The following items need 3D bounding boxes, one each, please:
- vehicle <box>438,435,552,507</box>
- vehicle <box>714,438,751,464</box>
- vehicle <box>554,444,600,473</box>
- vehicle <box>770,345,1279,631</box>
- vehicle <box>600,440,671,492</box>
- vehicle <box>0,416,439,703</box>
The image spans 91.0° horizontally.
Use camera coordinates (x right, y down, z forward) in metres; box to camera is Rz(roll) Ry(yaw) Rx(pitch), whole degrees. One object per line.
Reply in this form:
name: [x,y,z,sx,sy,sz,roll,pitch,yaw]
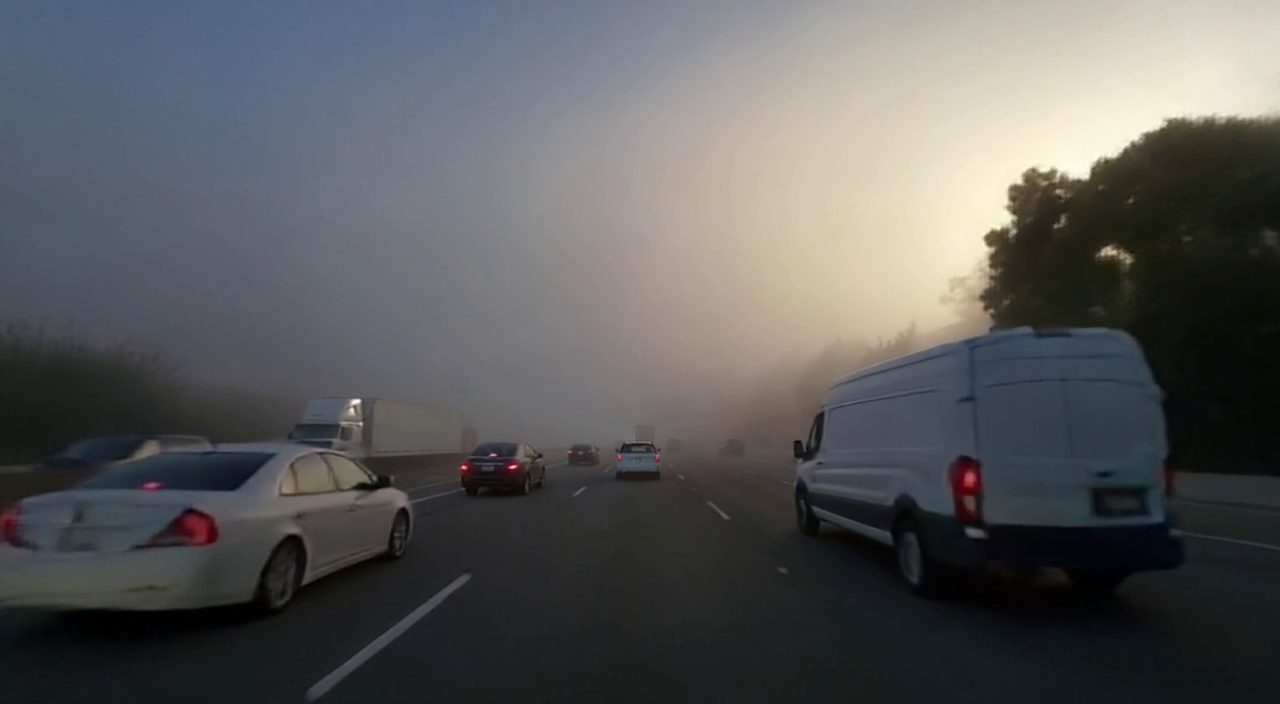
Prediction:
vehicle: [-3.586,3.017,16.408,1.956,1.602,4.258,0,-9,0]
vehicle: [6.690,7.237,46.048,1.992,1.745,4.329,0,-9,-1]
vehicle: [-3.339,5.770,34.206,2.062,1.459,4.365,0,-9,0]
vehicle: [3.402,1.403,7.460,2.460,2.086,5.576,0,-9,-1]
vehicle: [-0.152,3.595,20.119,2.053,1.461,3.941,0,-9,-1]
vehicle: [-3.579,1.415,5.510,2.098,1.463,4.578,0,-9,0]
